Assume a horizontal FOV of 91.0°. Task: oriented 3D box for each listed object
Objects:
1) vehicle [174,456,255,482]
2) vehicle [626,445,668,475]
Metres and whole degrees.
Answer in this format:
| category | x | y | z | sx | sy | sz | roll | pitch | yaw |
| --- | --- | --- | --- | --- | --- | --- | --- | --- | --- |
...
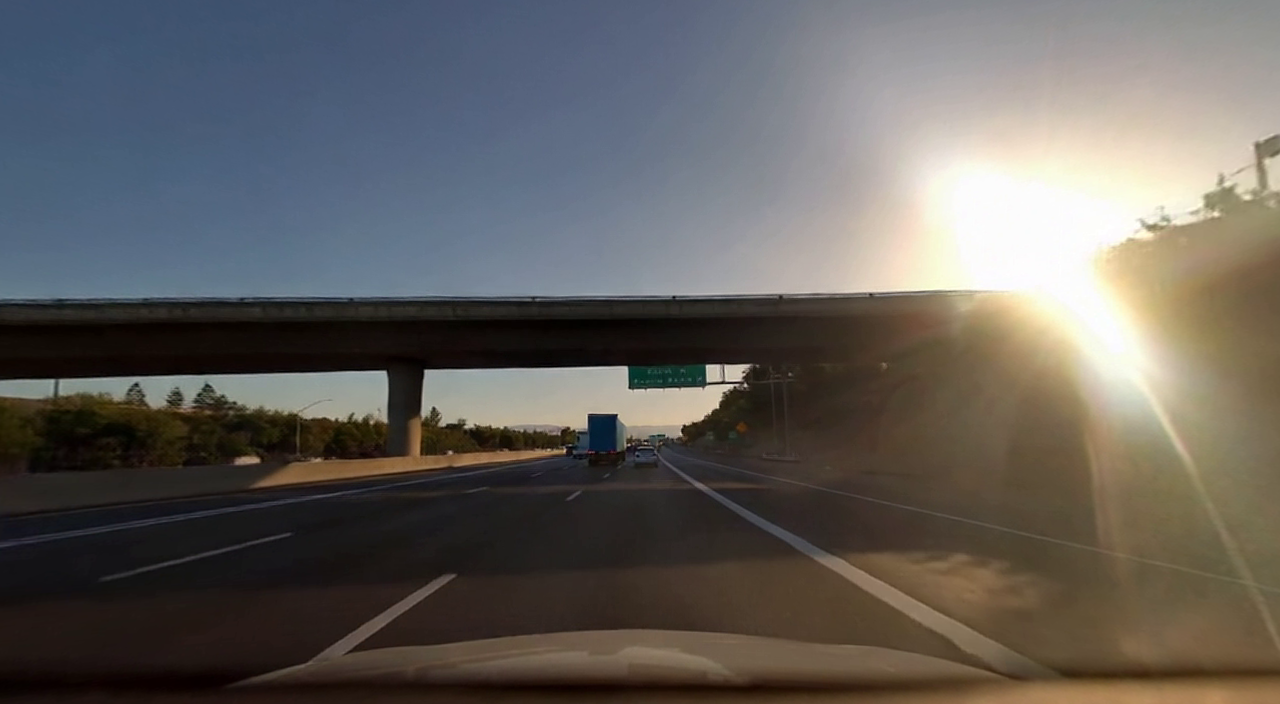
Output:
| category | x | y | z | sx | sy | sz | roll | pitch | yaw |
| --- | --- | --- | --- | --- | --- | --- | --- | --- | --- |
| vehicle | -31.115 | 8.532 | 46.261 | 2.230 | 1.690 | 5.153 | -1 | -9 | 2 |
| vehicle | 0.326 | 5.645 | 33.051 | 2.066 | 1.469 | 4.050 | 0 | -9 | -1 |
